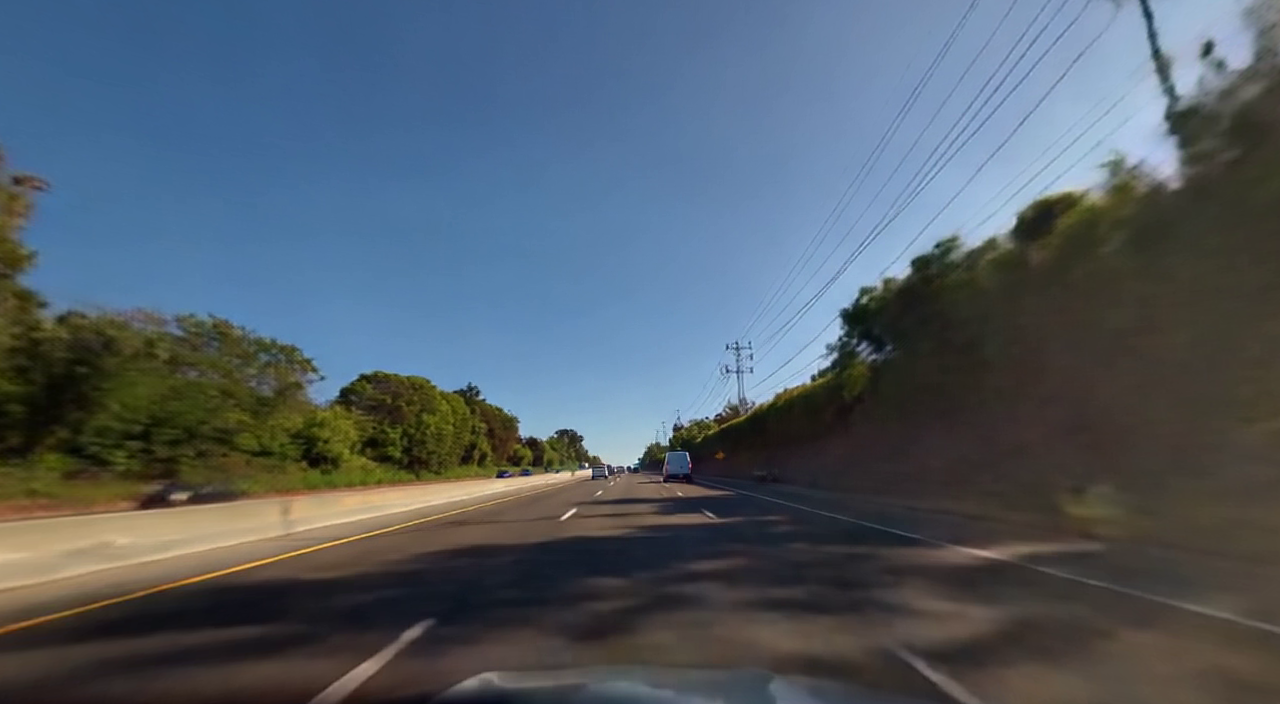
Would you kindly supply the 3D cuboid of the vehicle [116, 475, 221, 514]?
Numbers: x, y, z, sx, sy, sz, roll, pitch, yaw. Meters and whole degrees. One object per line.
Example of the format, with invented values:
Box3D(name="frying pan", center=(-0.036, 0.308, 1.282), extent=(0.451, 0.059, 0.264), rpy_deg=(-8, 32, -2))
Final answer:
Box3D(name="vehicle", center=(-21.296, 6.434, 28.643), extent=(1.802, 1.569, 3.731), rpy_deg=(1, -11, 0))
